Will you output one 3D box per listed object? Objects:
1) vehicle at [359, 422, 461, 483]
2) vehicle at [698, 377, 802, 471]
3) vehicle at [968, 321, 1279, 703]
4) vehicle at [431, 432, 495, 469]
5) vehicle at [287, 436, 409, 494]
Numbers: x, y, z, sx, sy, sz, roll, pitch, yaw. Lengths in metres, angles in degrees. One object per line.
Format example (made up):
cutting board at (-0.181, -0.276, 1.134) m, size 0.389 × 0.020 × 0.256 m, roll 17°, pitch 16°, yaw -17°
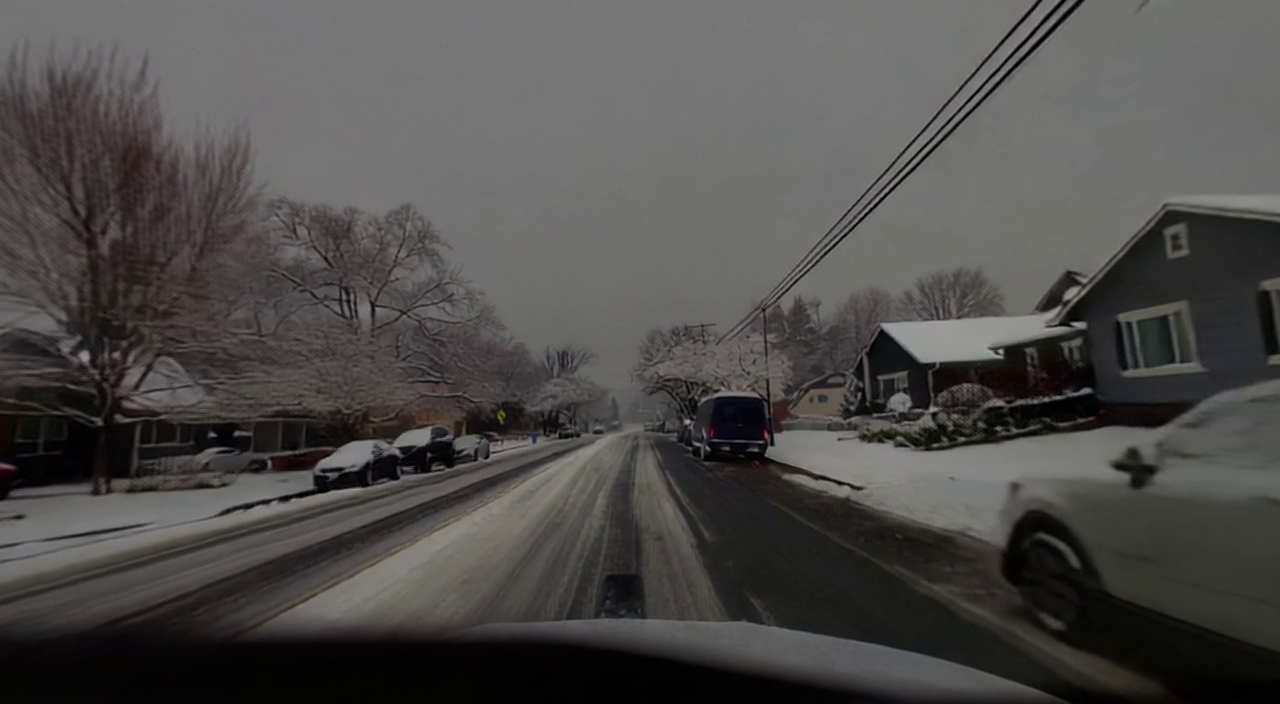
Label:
vehicle at (-8.600, 3.750, 24.115) m, size 2.163 × 1.841 × 4.679 m, roll -6°, pitch -7°, yaw -2°
vehicle at (3.060, 2.146, 18.493) m, size 2.233 × 2.453 × 3.787 m, roll 0°, pitch -8°, yaw -1°
vehicle at (3.548, 0.677, 2.129) m, size 2.079 × 1.681 × 4.933 m, roll 0°, pitch -8°, yaw -2°
vehicle at (-8.399, 4.655, 30.261) m, size 1.839 × 1.384 × 4.124 m, roll -7°, pitch -7°, yaw -2°
vehicle at (-8.398, 3.252, 18.614) m, size 1.821 × 1.476 × 4.060 m, roll 0°, pitch -8°, yaw -3°
